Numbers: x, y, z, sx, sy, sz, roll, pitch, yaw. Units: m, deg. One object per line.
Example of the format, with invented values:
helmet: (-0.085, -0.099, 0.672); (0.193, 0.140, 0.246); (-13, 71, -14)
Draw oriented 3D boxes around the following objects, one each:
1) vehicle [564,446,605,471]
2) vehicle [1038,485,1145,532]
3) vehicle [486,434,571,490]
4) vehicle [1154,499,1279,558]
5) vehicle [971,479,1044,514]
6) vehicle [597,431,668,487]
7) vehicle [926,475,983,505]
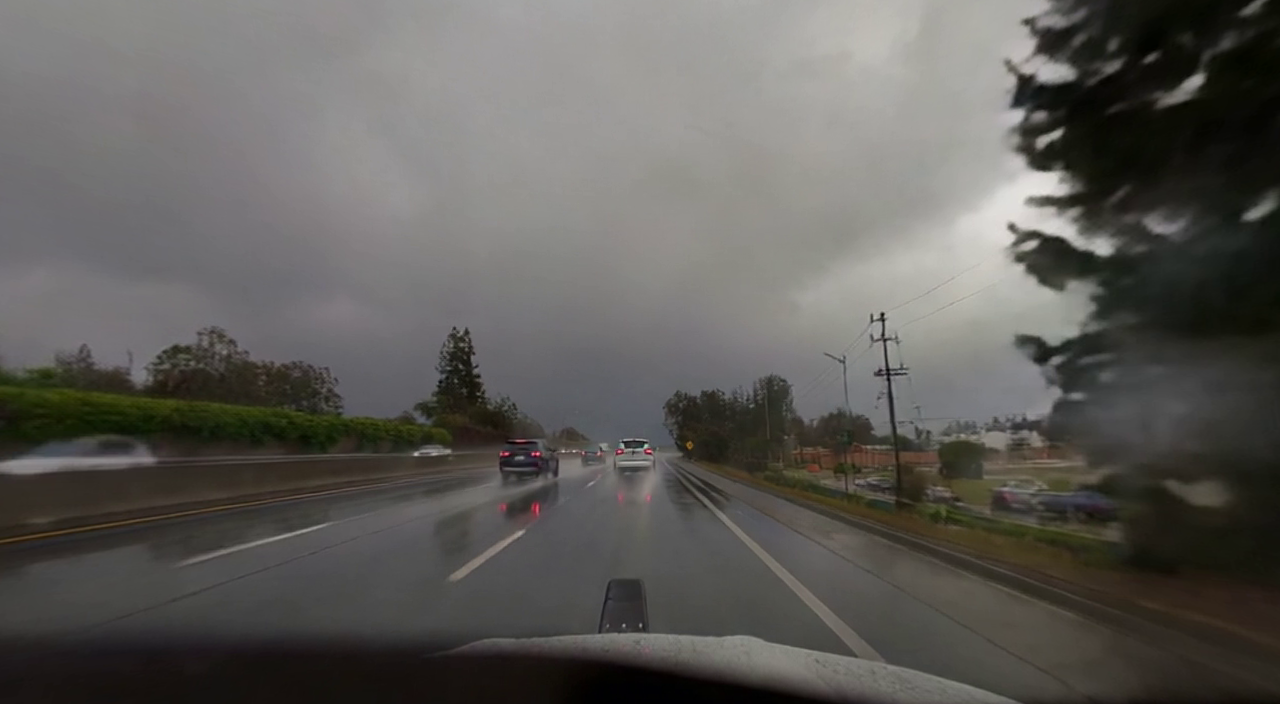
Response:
vehicle: (-3.379, 6.587, 39.297); (2.092, 1.464, 4.466); (0, -9, 1)
vehicle: (19.868, 6.865, 28.003); (1.832, 1.624, 4.158); (-1, -8, 4)
vehicle: (-3.844, 3.888, 22.617); (2.104, 1.754, 4.515); (0, -8, 1)
vehicle: (20.120, 5.865, 21.352); (1.801, 1.469, 4.315); (-3, -10, 2)
vehicle: (21.588, 8.482, 37.293); (1.820, 1.768, 4.621); (-3, -10, 6)
vehicle: (-0.234, 3.856, 22.927); (2.319, 1.813, 4.274); (0, -8, 0)
vehicle: (21.804, 9.563, 43.950); (1.826, 1.625, 4.758); (-1, -8, 5)
